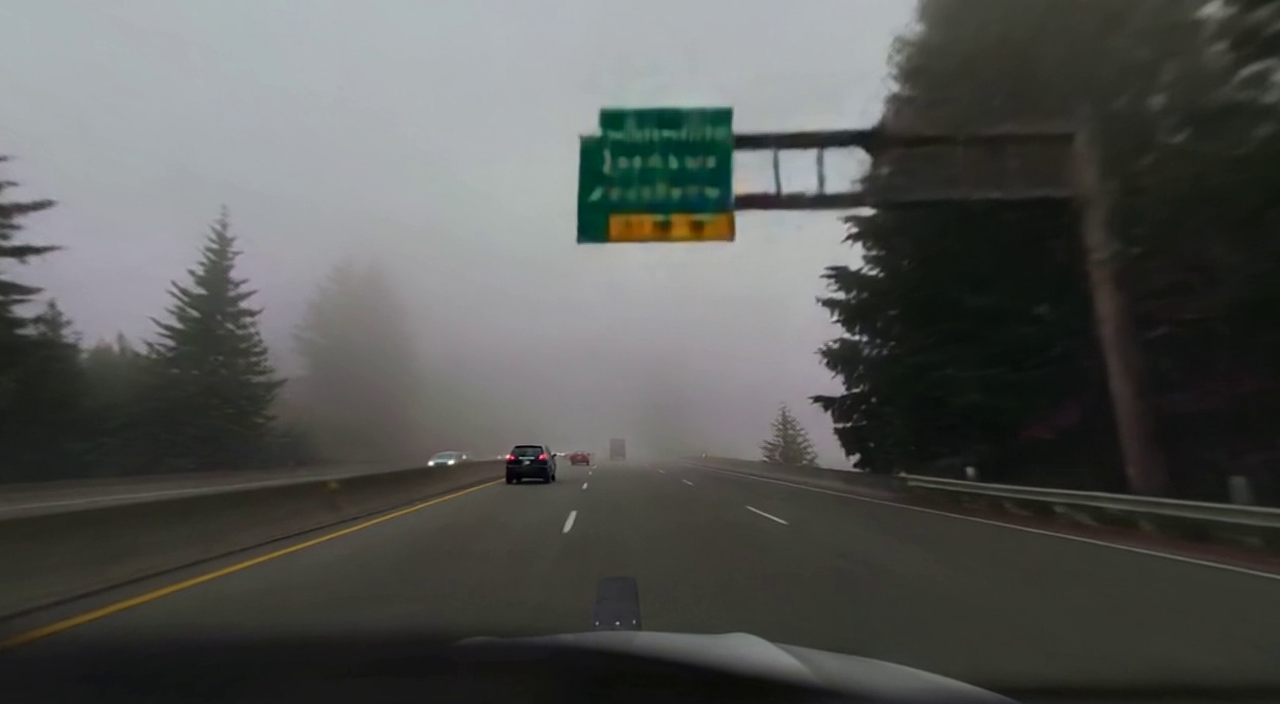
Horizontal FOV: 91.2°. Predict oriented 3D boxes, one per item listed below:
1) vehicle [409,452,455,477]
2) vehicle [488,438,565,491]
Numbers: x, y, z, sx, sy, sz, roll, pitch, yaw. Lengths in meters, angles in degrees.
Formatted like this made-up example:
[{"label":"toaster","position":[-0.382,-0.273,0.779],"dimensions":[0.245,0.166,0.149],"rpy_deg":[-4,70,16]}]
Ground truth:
[{"label":"vehicle","position":[-13.949,7.539,42.274],"dimensions":[1.860,1.507,3.987],"rpy_deg":[0,-9,-2]},{"label":"vehicle","position":[-3.964,4.004,22.611],"dimensions":[2.151,1.693,4.201],"rpy_deg":[0,-9,-2]}]
